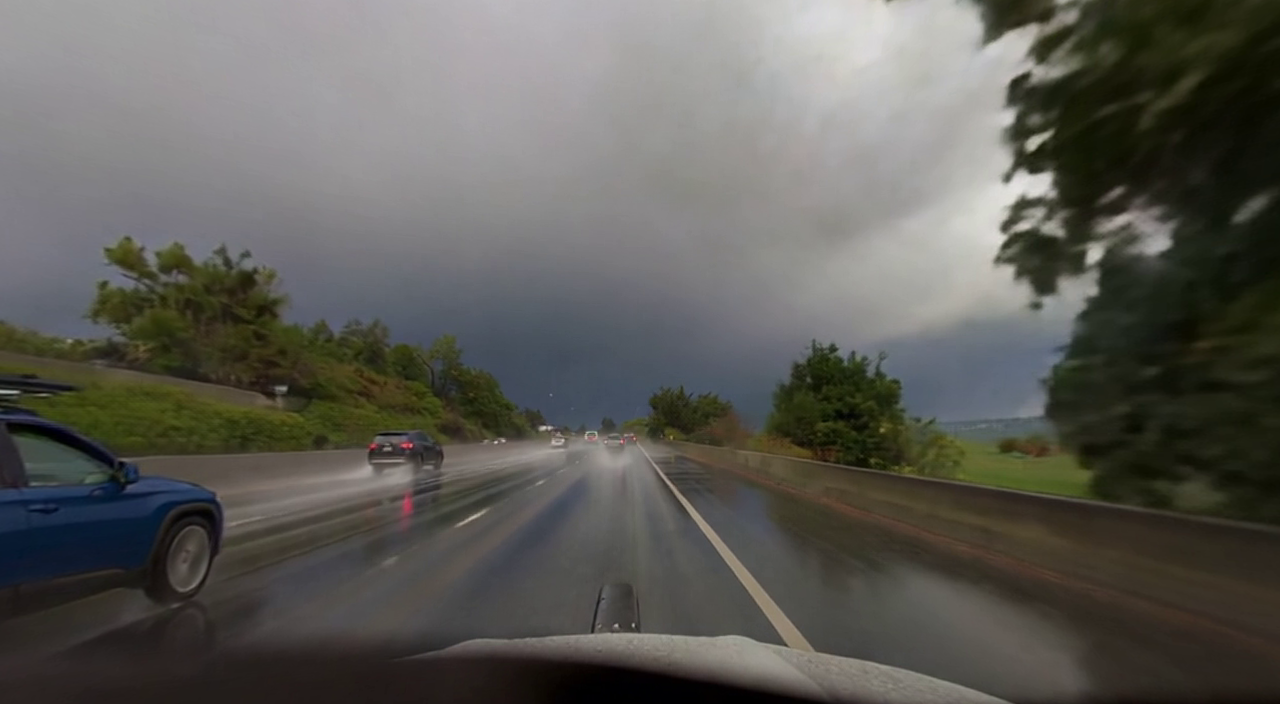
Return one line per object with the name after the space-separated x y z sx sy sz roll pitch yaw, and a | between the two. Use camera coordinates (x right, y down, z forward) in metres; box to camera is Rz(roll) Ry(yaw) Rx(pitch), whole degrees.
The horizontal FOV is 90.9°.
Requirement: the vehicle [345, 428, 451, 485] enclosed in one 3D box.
-8.168 3.522 21.776 1.964 1.745 4.338 0 -7 0 | vehicle

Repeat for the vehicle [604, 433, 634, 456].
-1.556 6.873 47.151 2.178 1.658 3.916 0 -7 -1 | vehicle

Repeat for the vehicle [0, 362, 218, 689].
-4.475 0.854 2.768 2.069 1.748 4.652 0 -7 -1 | vehicle
